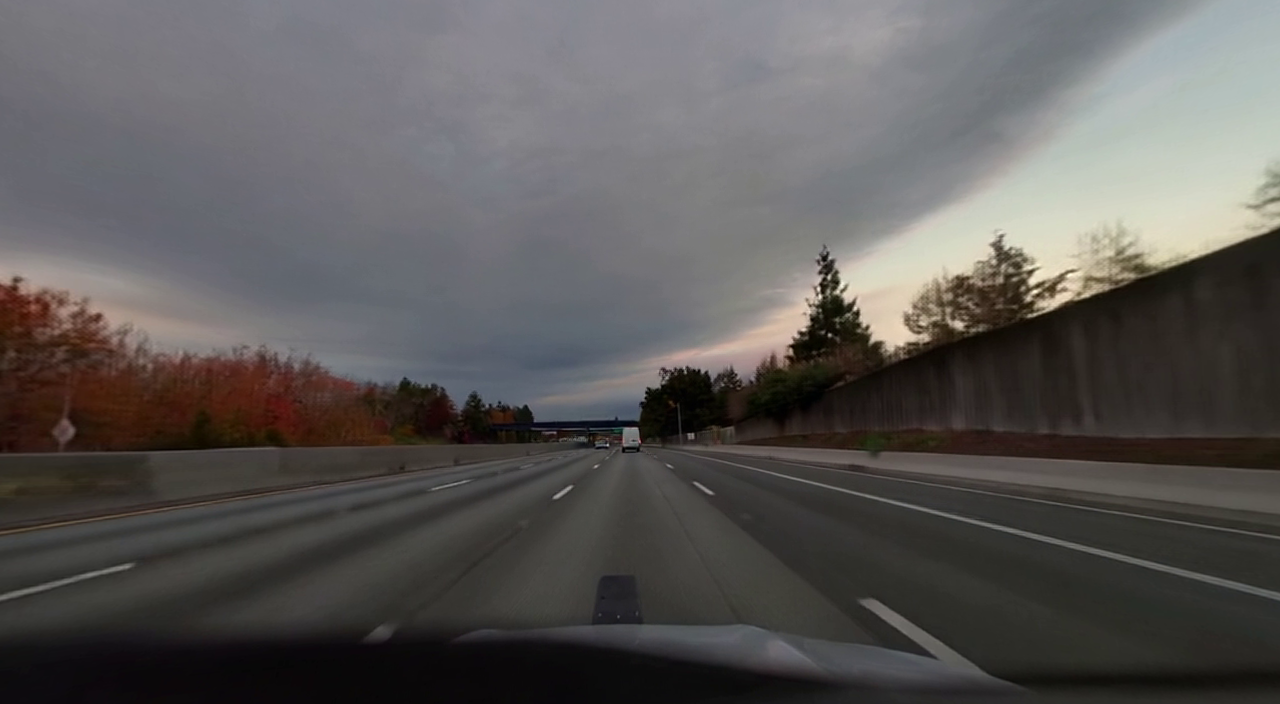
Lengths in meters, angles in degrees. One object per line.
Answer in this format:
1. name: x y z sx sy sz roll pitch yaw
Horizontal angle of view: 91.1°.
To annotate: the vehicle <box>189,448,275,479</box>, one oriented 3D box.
1. vehicle: -22.922 6.245 35.578 1.980 1.546 4.367 0 -8 -1
